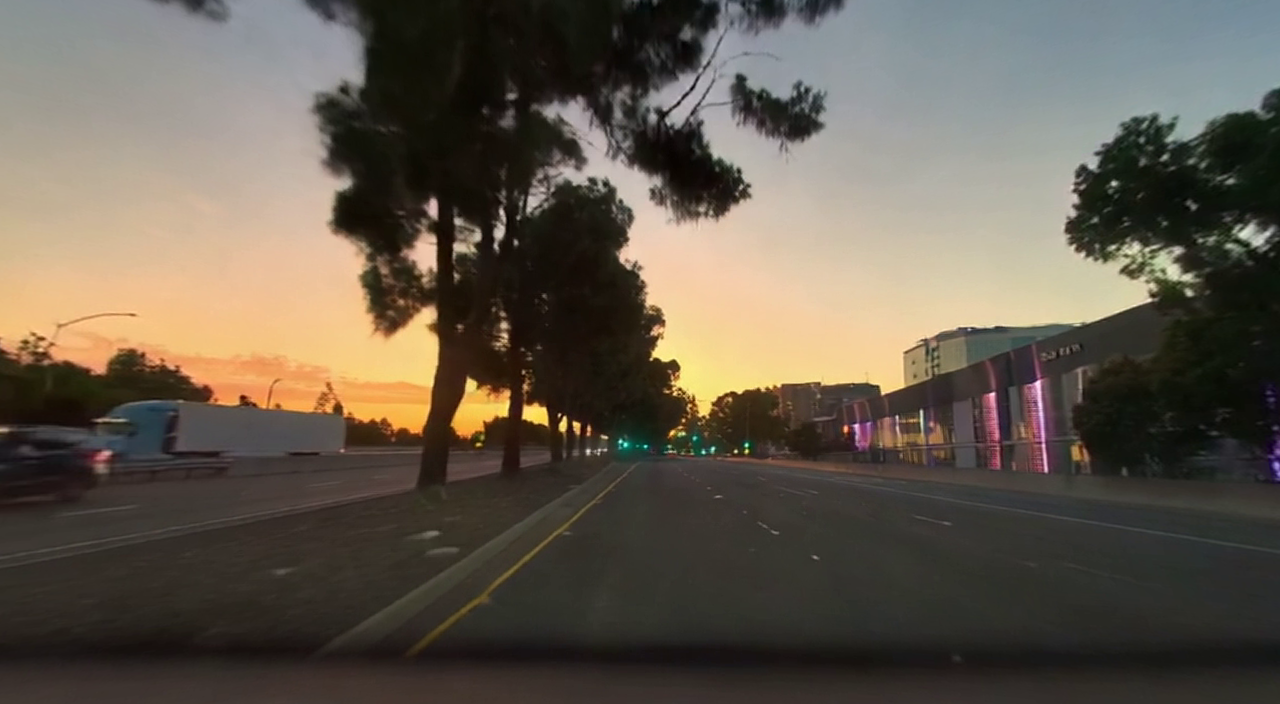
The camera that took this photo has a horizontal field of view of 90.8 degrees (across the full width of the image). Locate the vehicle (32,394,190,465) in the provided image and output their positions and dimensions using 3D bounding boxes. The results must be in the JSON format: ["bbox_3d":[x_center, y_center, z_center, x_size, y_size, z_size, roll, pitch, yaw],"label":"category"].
[{"bbox_3d":[-35.260,5.255,42.502,3.275,4.316,7.018,-3,-9,25],"label":"vehicle"}]
